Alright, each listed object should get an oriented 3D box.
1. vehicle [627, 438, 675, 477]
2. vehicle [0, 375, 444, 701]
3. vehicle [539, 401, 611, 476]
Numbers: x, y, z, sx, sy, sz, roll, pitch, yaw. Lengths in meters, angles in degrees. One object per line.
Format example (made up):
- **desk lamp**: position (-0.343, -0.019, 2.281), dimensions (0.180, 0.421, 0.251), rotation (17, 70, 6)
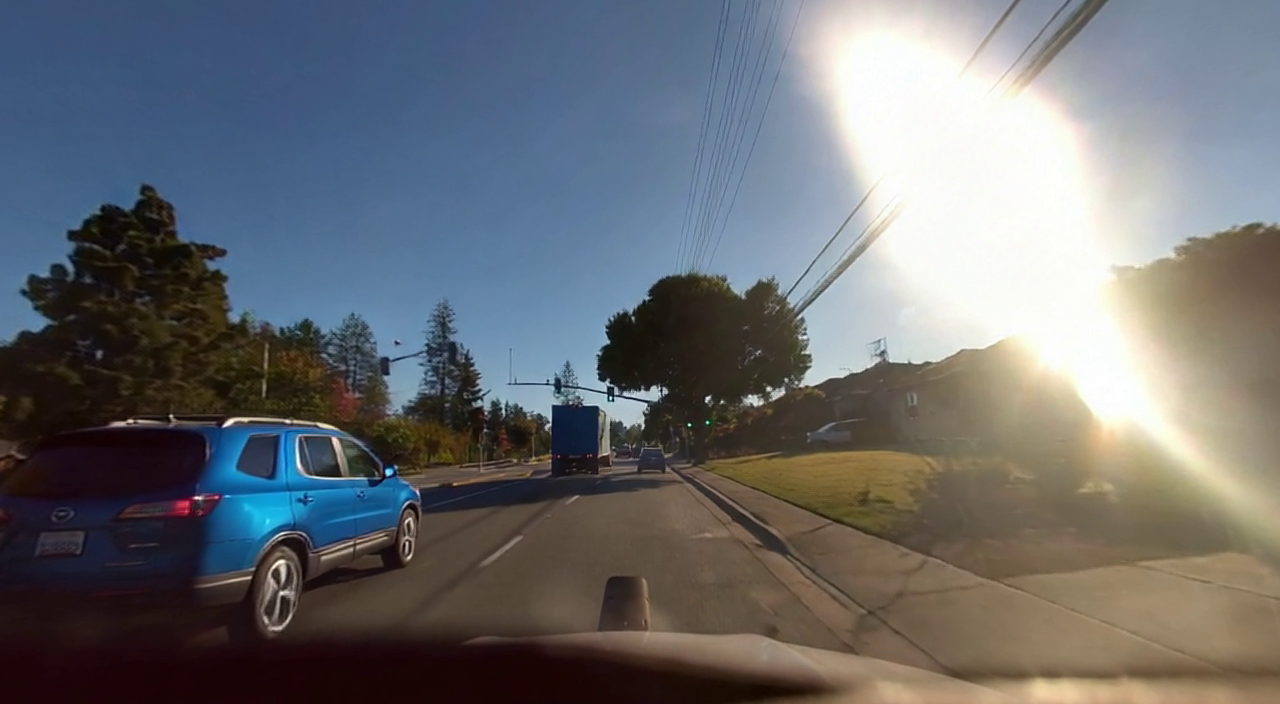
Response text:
- **vehicle**: position (0.536, 5.108, 30.641), dimensions (2.174, 1.749, 4.113), rotation (0, -9, 1)
- **vehicle**: position (-3.677, 1.387, 5.916), dimensions (2.093, 1.832, 4.508), rotation (0, -9, 1)
- **vehicle**: position (-3.404, 4.942, 35.635), dimensions (2.928, 3.658, 8.980), rotation (0, -9, 1)
